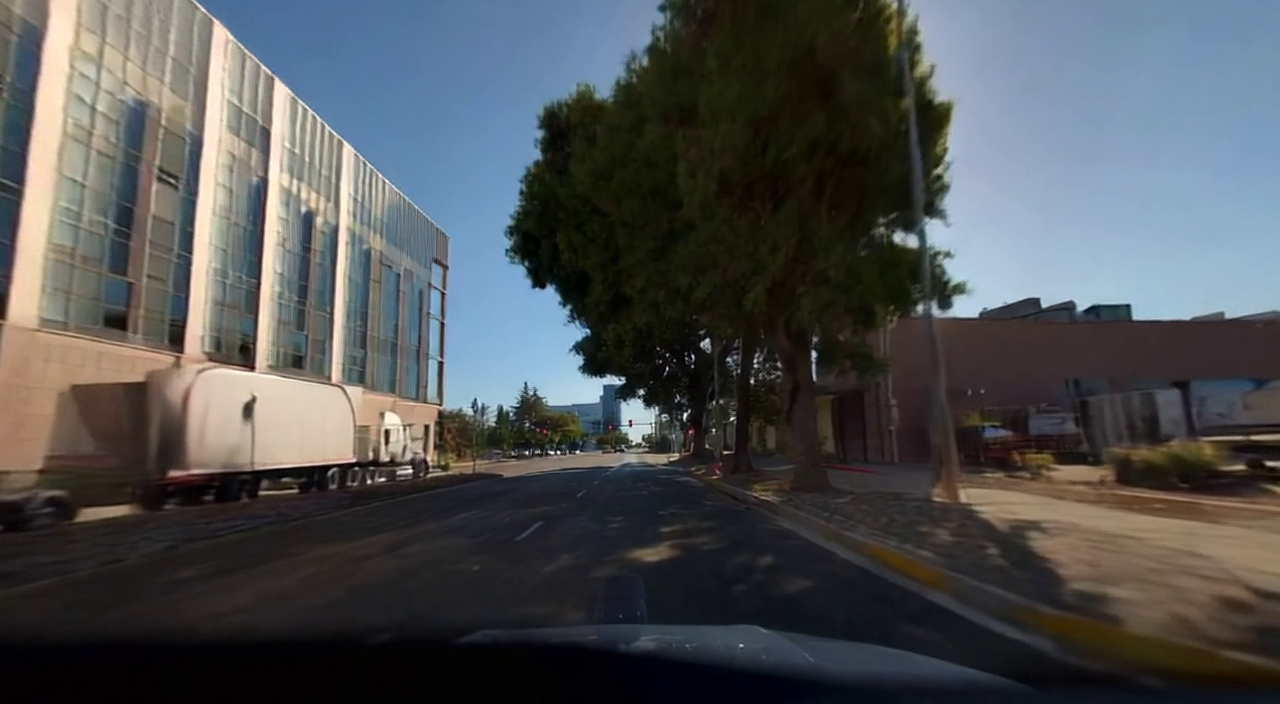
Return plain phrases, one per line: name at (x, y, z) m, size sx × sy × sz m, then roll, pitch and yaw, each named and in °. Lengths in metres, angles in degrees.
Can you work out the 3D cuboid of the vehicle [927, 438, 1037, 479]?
vehicle at (14.570, 4.544, 26.932) m, size 3.627 × 1.567 × 1.774 m, roll -2°, pitch -7°, yaw 1°
